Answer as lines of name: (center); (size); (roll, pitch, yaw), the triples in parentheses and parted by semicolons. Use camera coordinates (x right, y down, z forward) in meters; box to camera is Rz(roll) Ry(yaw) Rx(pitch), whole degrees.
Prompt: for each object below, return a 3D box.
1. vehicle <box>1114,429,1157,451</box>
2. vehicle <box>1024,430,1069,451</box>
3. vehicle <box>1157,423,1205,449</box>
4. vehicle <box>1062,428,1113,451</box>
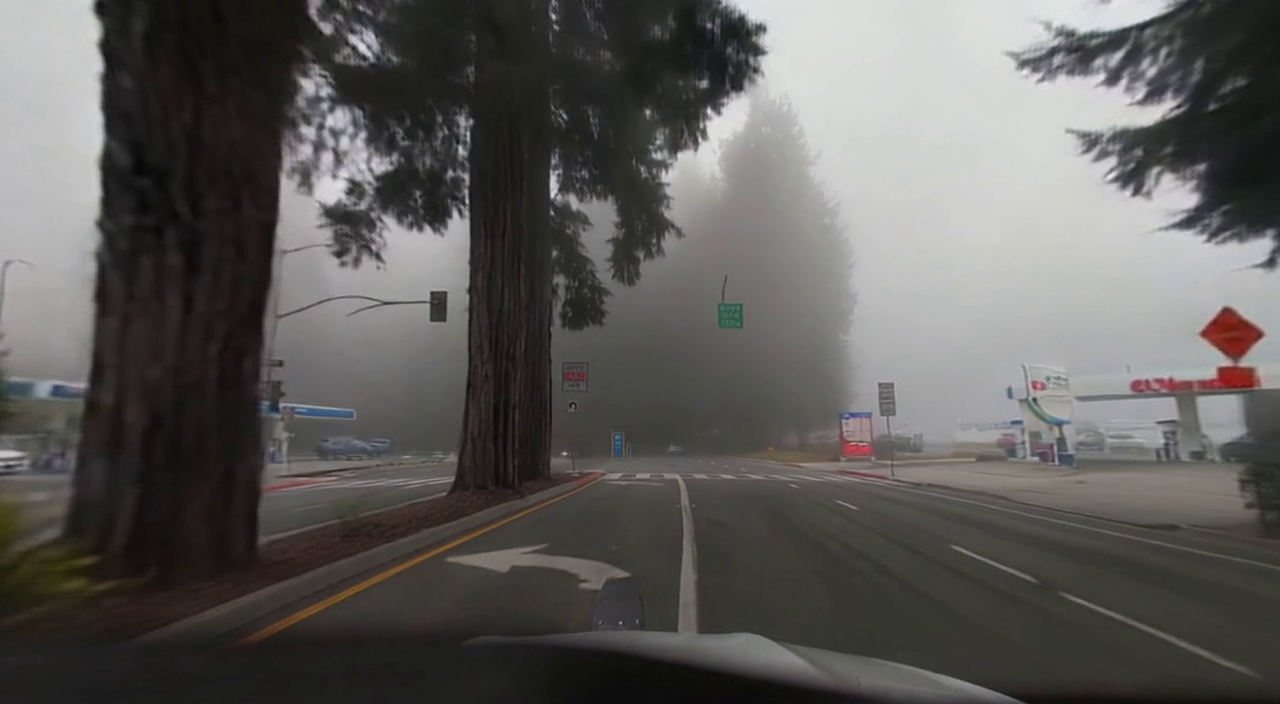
vehicle: (34.702, 6.169, 44.218); (3.931, 1.422, 1.771); (8, -12, -44)
vehicle: (31.147, 6.805, 48.362); (4.406, 1.480, 1.815); (8, -12, -44)
vehicle: (36.801, 5.758, 42.955); (3.928, 1.684, 1.912); (8, -12, -43)
vehicle: (32.823, 6.405, 46.269); (4.355, 1.561, 2.103); (8, -10, -43)
